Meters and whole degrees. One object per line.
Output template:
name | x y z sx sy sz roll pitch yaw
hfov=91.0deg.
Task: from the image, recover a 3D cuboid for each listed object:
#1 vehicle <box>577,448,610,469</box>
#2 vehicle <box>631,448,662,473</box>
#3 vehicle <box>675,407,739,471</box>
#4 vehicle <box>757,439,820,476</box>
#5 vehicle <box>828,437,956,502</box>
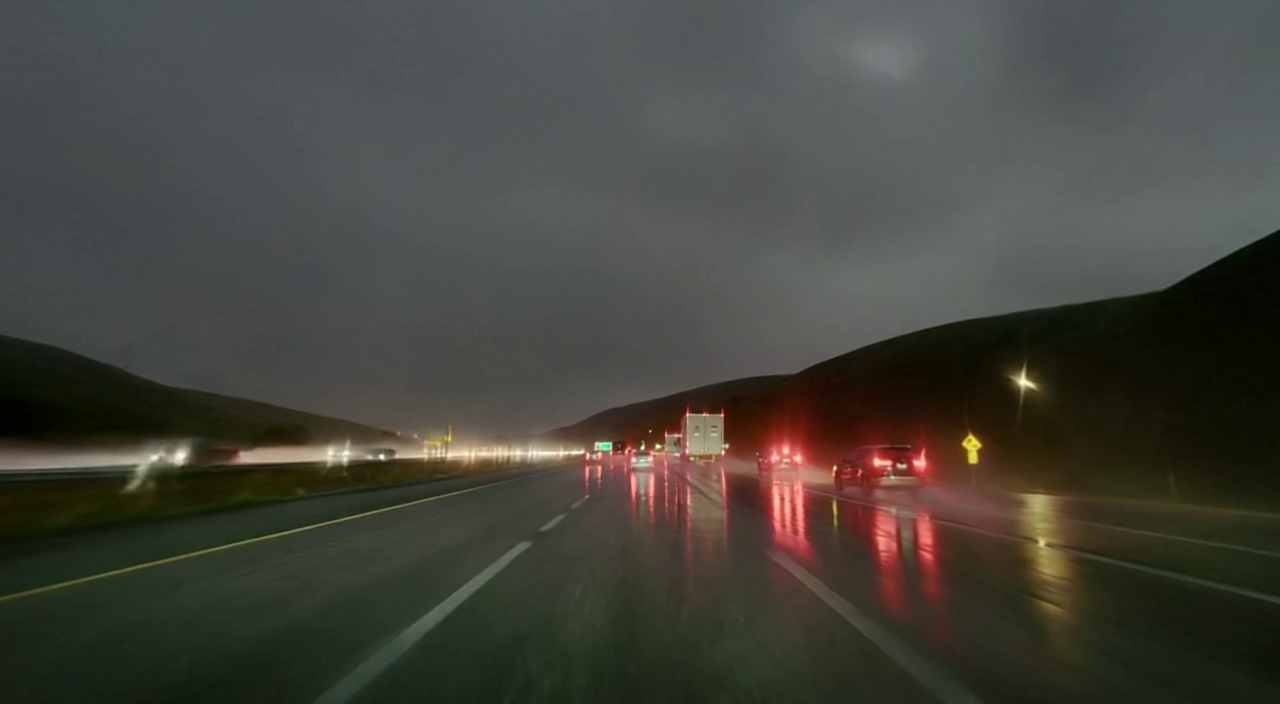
vehicle | -3.480 8.066 47.836 2.132 1.506 4.256 0 -9 0
vehicle | 0.388 6.843 40.081 1.866 1.492 3.932 0 -9 0
vehicle | 4.122 5.798 41.593 3.130 3.607 11.129 0 -9 1
vehicle | 7.686 5.519 33.123 2.143 1.775 4.729 0 -9 0
vehicle | 7.246 3.407 18.706 2.044 1.676 4.421 0 -9 1
